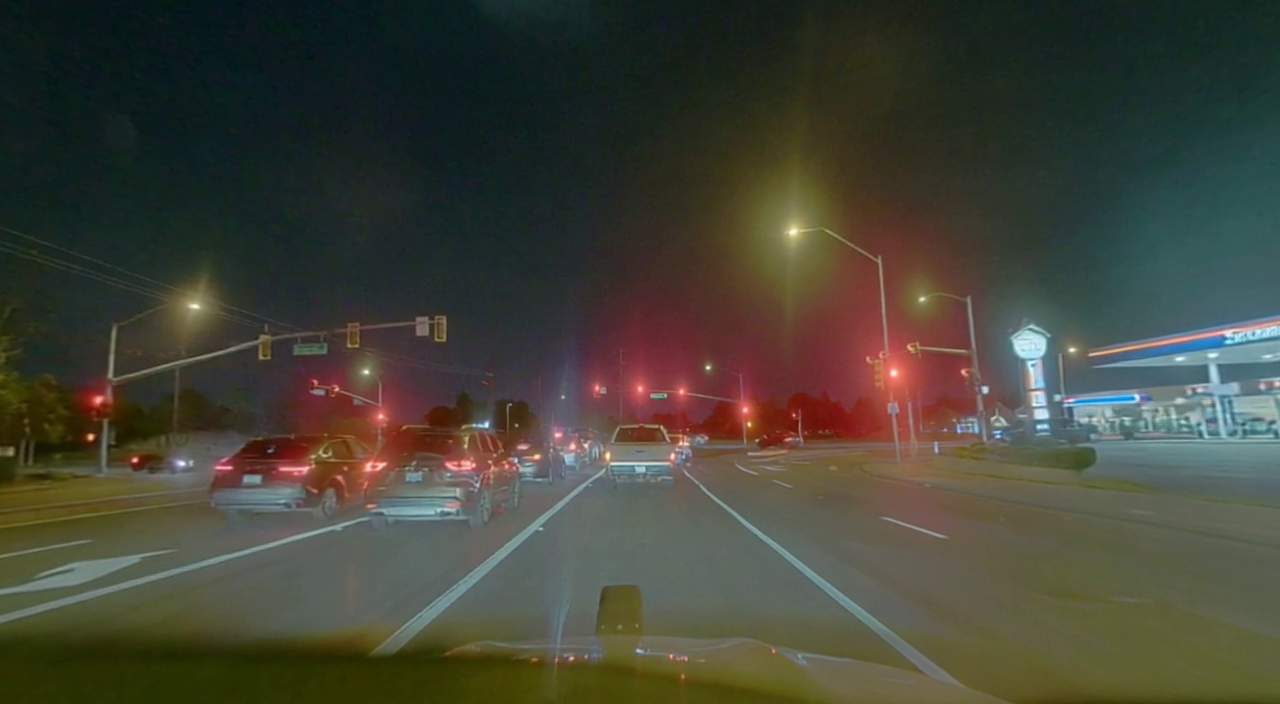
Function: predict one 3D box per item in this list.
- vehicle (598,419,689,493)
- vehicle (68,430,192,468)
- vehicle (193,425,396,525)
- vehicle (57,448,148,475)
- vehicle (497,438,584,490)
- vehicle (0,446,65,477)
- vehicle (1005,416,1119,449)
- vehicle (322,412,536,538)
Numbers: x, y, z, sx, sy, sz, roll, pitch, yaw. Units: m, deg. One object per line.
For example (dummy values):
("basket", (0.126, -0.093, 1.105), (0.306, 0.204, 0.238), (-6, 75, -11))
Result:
("vehicle", (0.104, 2.945, 18.121), (2.224, 1.819, 5.005), (0, -9, 0))
("vehicle", (-37.646, 7.204, 46.785), (6.971, 2.685, 2.340), (0, -9, 0))
("vehicle", (-6.379, 2.291, 12.227), (1.790, 1.605, 3.696), (0, -9, 0))
("vehicle", (-36.419, 7.404, 42.849), (4.661, 1.456, 1.817), (-3, -7, 2))
("vehicle", (-2.910, 3.386, 19.391), (1.881, 1.424, 4.098), (0, -9, 2))
("vehicle", (-40.777, 6.995, 40.412), (5.808, 1.893, 2.225), (0, -9, 2))
("vehicle", (27.902, 5.343, 41.902), (5.782, 1.950, 2.225), (-2, -8, 3))
("vehicle", (-3.253, 2.009, 10.867), (2.096, 1.718, 4.266), (0, -9, 2))
